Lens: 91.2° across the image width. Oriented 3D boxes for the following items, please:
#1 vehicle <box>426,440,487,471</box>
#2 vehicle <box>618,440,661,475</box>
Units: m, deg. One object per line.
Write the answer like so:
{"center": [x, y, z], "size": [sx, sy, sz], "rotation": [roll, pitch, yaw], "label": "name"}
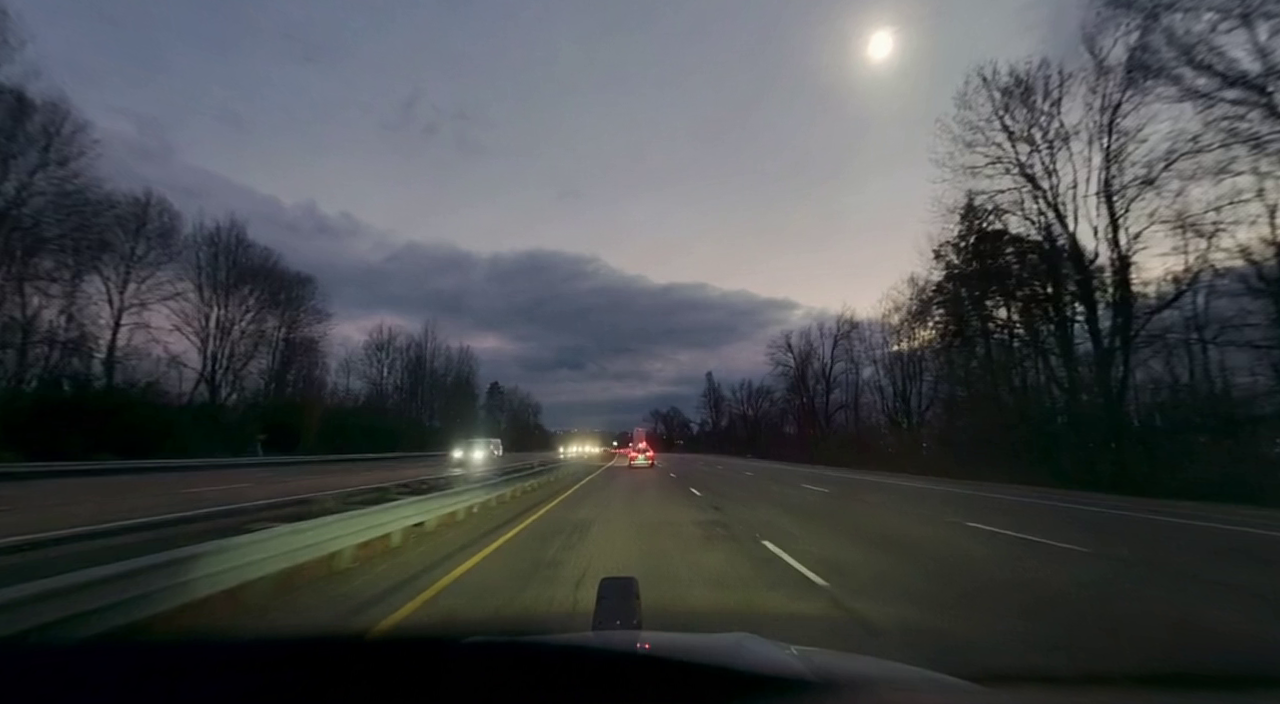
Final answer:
{"center": [-9.495, 5.393, 32.774], "size": [1.950, 1.498, 4.113], "rotation": [0, -9, 0], "label": "vehicle"}
{"center": [-0.074, 5.586, 33.432], "size": [2.151, 1.693, 4.201], "rotation": [0, -9, -1], "label": "vehicle"}
